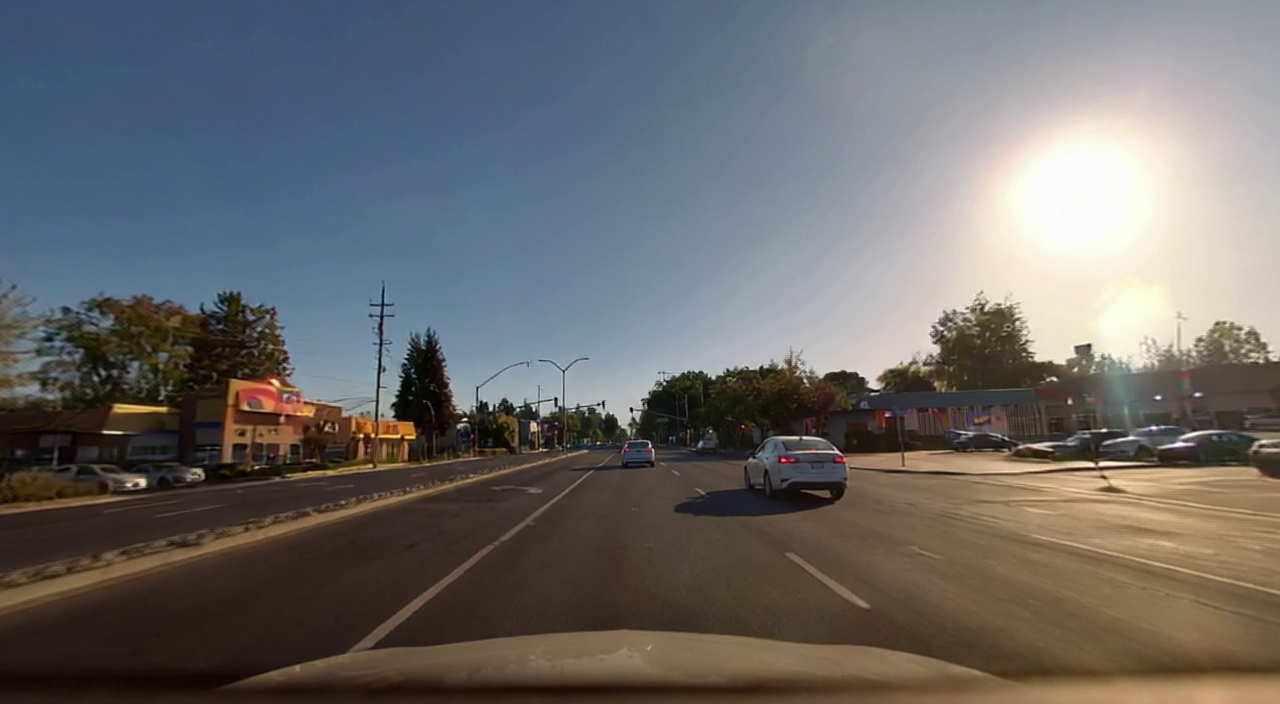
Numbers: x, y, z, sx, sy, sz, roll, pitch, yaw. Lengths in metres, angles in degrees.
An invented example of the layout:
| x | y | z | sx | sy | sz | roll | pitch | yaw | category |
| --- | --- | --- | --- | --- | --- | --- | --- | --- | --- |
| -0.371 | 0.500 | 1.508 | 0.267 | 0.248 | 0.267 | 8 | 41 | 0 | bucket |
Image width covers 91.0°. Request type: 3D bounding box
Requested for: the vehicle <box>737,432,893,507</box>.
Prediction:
| x | y | z | sx | sy | sz | roll | pitch | yaw | category |
| --- | --- | --- | --- | --- | --- | --- | --- | --- | --- |
| 3.807 | 2.652 | 14.734 | 2.153 | 1.456 | 4.705 | 0 | -8 | -2 | vehicle |

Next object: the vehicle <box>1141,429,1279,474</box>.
| x | y | z | sx | sy | sz | roll | pitch | yaw | category |
| --- | --- | --- | --- | --- | --- | --- | --- | --- | --- |
| 21.589 | 3.617 | 22.964 | 4.763 | 1.544 | 2.047 | 0 | -8 | 2 | vehicle |

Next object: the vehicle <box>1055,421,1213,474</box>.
| x | y | z | sx | sy | sz | roll | pitch | yaw | category |
| --- | --- | --- | --- | --- | --- | --- | --- | --- | --- |
| 20.483 | 3.980 | 26.266 | 4.697 | 1.832 | 2.092 | -4 | -9 | -1 | vehicle |

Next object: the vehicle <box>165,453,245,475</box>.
| x | y | z | sx | sy | sz | roll | pitch | yaw | category |
| --- | --- | --- | --- | --- | --- | --- | --- | --- | --- |
| -29.837 | 7.673 | 43.213 | 4.155 | 1.486 | 1.706 | 0 | -8 | -2 | vehicle |

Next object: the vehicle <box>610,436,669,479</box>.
| x | y | z | sx | sy | sz | roll | pitch | yaw | category |
| --- | --- | --- | --- | --- | --- | --- | --- | --- | --- |
| -0.062 | 3.827 | 23.065 | 1.998 | 1.452 | 3.773 | 0 | -8 | -1 | vehicle |

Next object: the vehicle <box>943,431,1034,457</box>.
| x | y | z | sx | sy | sz | roll | pitch | yaw | category |
| --- | --- | --- | --- | --- | --- | --- | --- | --- | --- |
| 20.531 | 5.417 | 37.145 | 4.296 | 1.496 | 1.891 | 1 | -9 | -8 | vehicle |
